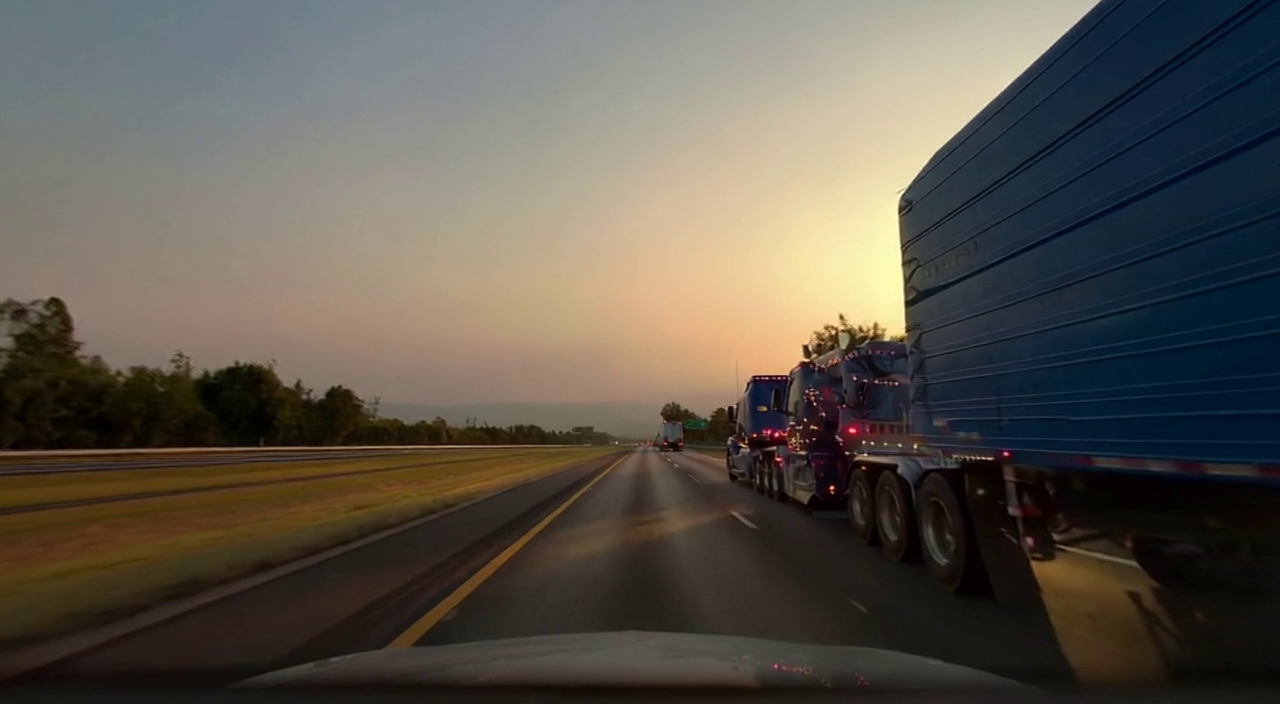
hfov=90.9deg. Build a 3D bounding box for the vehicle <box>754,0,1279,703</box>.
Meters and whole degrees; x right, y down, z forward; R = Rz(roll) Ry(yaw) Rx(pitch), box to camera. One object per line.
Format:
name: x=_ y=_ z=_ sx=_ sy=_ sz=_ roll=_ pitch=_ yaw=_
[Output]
vehicle: x=4.067 y=0.078 z=5.388 sx=2.976 sy=4.114 sz=16.788 roll=0 pitch=-8 yaw=0
